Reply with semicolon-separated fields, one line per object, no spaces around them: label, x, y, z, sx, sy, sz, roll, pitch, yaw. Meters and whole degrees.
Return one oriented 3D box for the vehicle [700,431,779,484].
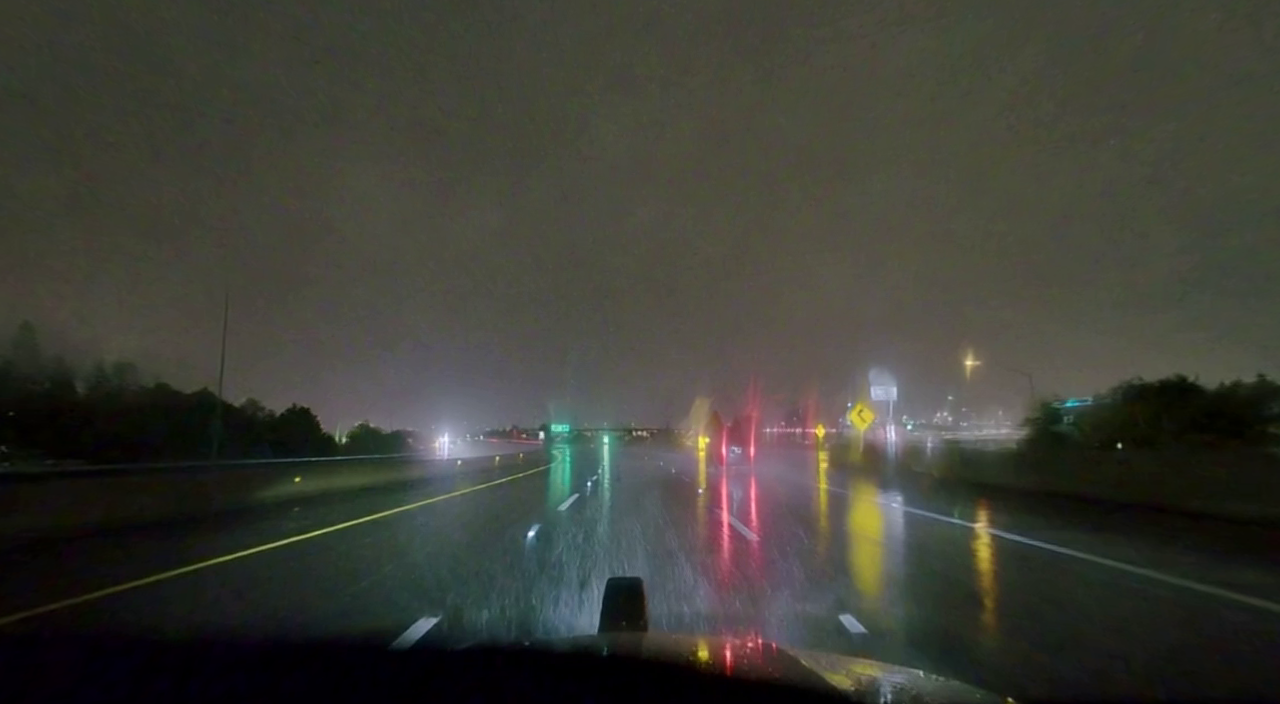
vehicle;3.453;3.754;22.786;2.059;1.715;4.192;0;-8;-1
